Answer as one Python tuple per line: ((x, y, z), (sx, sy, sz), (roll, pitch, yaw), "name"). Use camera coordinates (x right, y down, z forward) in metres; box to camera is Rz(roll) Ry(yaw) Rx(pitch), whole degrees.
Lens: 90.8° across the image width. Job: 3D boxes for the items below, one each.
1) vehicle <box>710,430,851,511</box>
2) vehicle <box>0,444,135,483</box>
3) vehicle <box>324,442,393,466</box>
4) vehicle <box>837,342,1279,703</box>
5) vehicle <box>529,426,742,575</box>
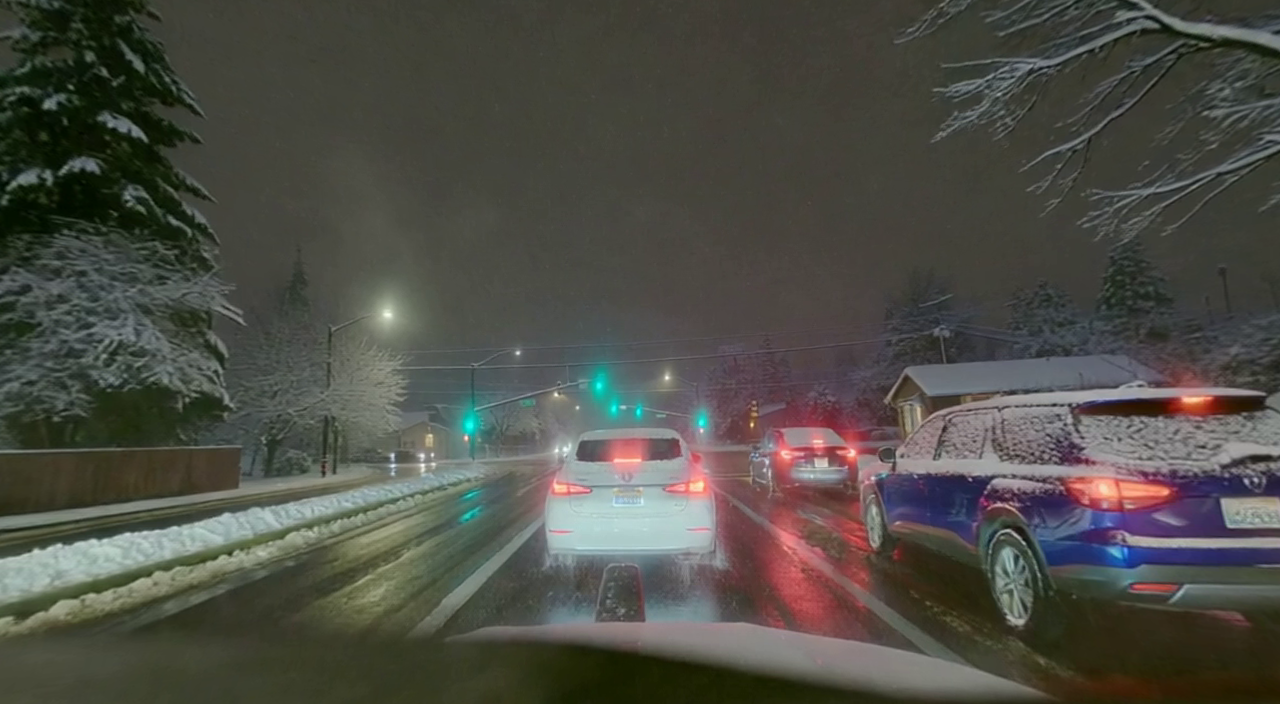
((2.947, 2.609, 14.400), (1.971, 1.517, 4.521), (0, -8, -3), "vehicle")
((-22.537, 4.344, 24.720), (4.092, 1.438, 1.639), (0, -8, 1), "vehicle")
((-19.930, 7.249, 44.862), (3.957, 1.630, 1.881), (0, -8, 0), "vehicle")
((3.363, 1.139, 5.222), (2.006, 1.766, 4.345), (0, -8, 0), "vehicle")
((-0.092, 1.835, 8.622), (2.186, 1.500, 4.141), (0, -8, -1), "vehicle")
